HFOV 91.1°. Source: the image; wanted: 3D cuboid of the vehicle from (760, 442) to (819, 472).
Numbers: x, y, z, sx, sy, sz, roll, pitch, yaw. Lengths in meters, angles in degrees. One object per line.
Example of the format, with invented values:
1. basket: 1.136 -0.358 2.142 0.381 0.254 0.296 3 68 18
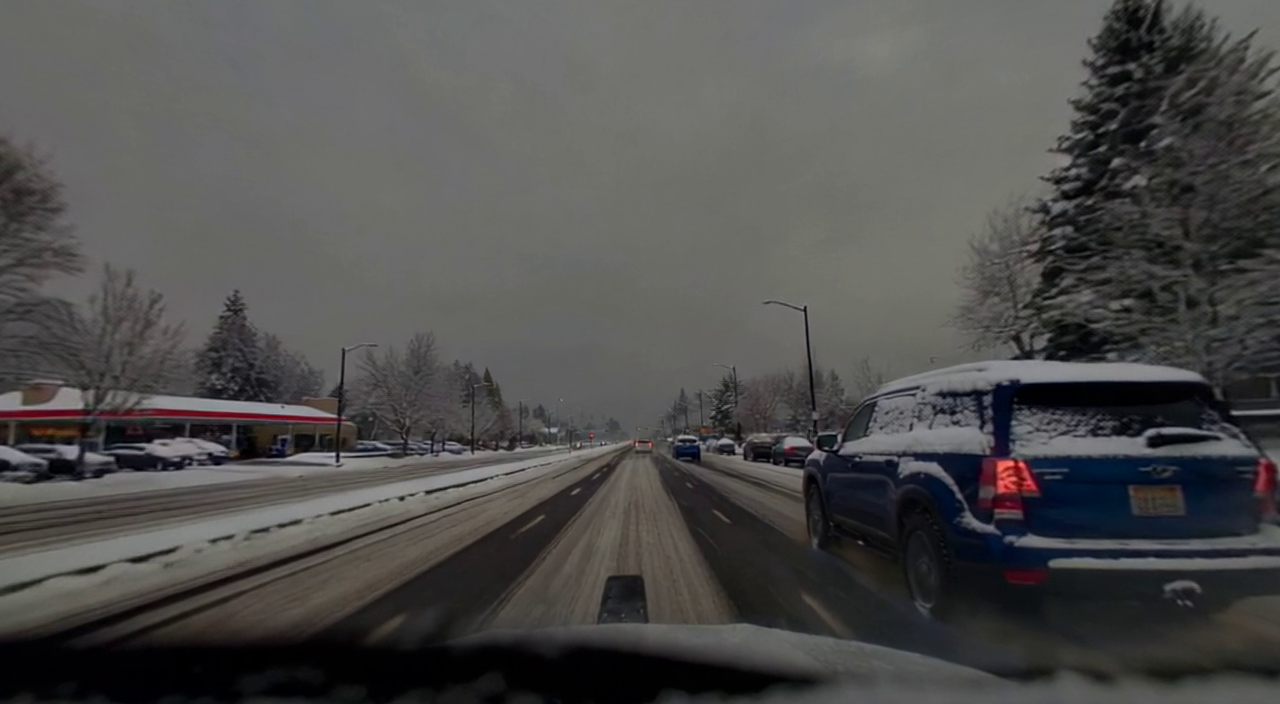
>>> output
1. vehicle: 7.657 5.407 32.634 1.895 1.437 4.890 0 -9 0

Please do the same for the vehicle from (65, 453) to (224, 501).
1. vehicle: -17.315 4.351 22.291 1.962 1.496 4.431 0 -9 1

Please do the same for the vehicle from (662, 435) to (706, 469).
1. vehicle: 2.555 6.011 37.813 2.317 1.857 5.150 0 -9 1

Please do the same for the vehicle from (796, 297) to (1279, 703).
1. vehicle: 3.022 1.073 5.155 2.246 1.963 4.777 0 -9 0
